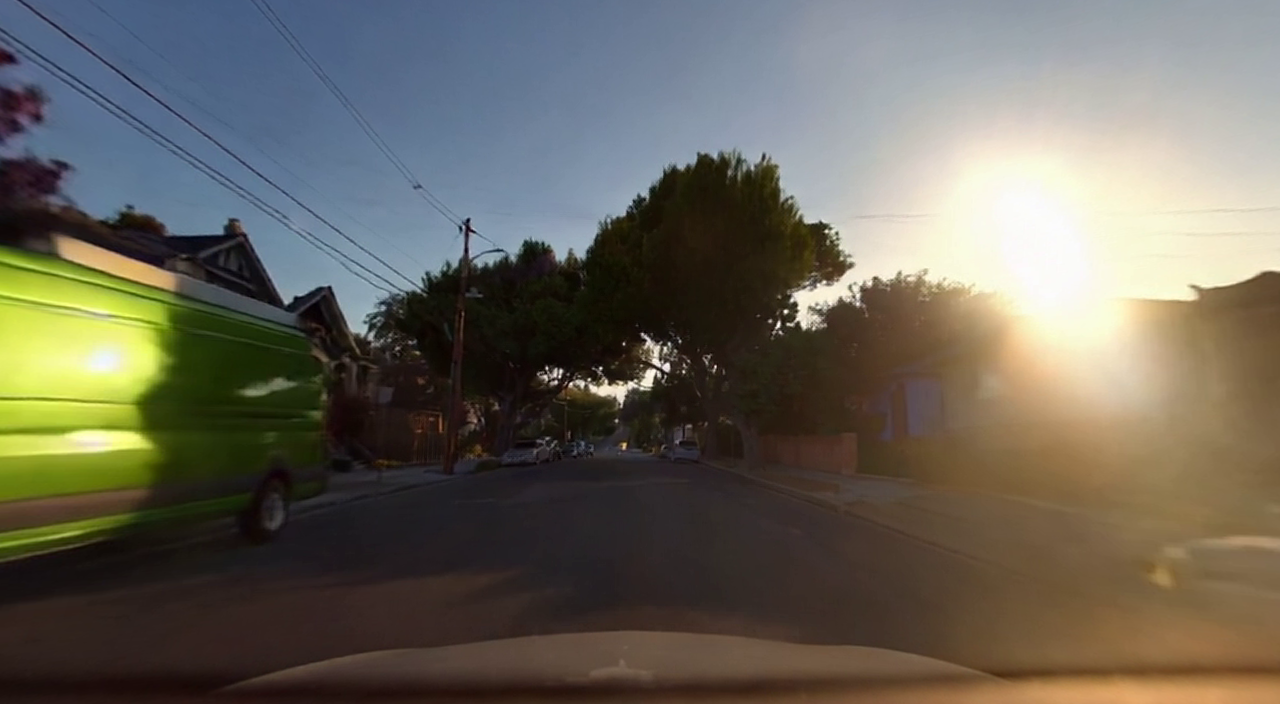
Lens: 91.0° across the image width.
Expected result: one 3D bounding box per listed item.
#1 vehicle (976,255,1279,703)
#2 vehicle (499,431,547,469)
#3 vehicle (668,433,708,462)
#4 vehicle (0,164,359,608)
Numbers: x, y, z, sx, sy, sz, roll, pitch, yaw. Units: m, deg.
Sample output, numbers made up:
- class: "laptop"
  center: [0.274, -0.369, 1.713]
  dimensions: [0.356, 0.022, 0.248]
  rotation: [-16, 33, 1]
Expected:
- class: "vehicle"
  center: [3.401, 0.547, 1.180]
  dimensions: [2.328, 2.042, 5.559]
  rotation: [0, -9, -2]
- class: "vehicle"
  center: [-7.176, 6.137, 39.040]
  dimensions: [1.947, 1.480, 4.330]
  rotation: [-3, -19, 2]
- class: "vehicle"
  center: [3.110, 6.395, 42.172]
  dimensions: [2.159, 1.760, 5.345]
  rotation: [0, -9, -1]
- class: "vehicle"
  center: [-6.710, 0.569, 7.658]
  dimensions: [3.115, 3.562, 7.695]
  rotation: [-2, -6, 0]
